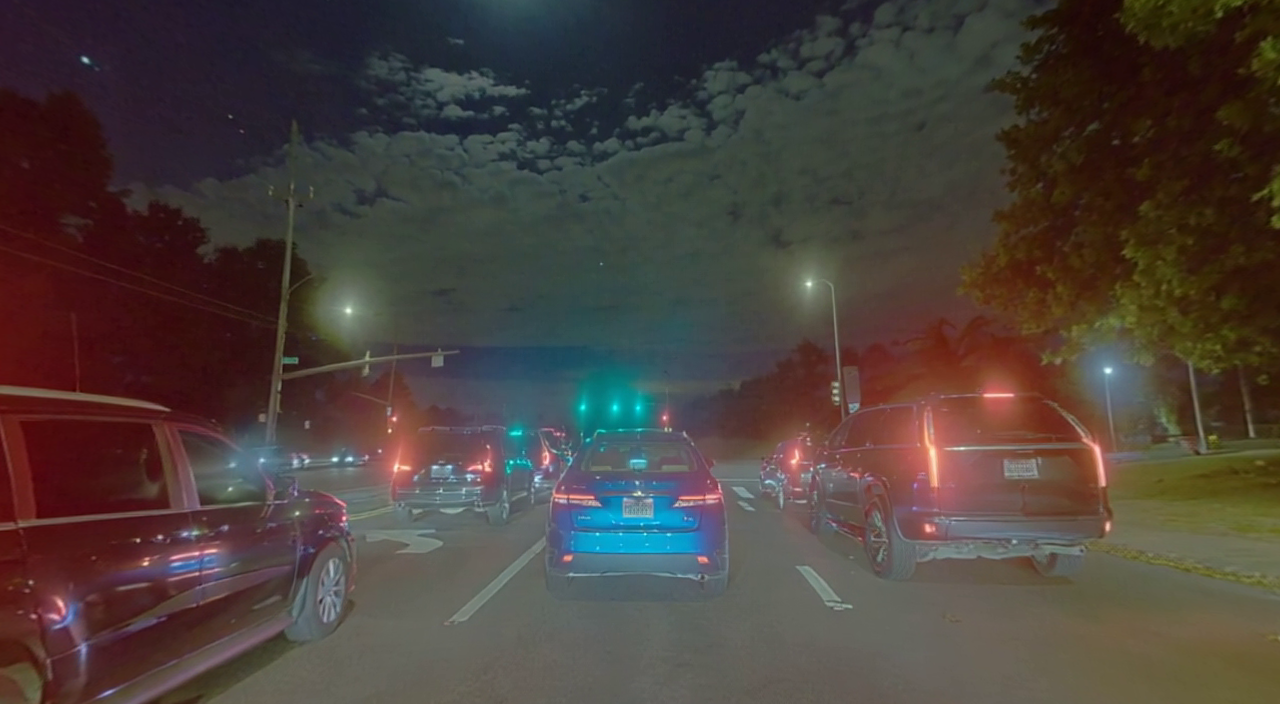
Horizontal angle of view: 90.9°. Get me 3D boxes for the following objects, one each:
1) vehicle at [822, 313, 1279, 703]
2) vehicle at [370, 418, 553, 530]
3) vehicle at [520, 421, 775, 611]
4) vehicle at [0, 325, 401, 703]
[{"bbox_3d":[3.218,1.100,4.733,2.141,1.833,4.704,0,-8,-2],"label":"vehicle"},{"bbox_3d":[-3.179,2.300,12.448,2.117,1.772,4.619,0,-8,2],"label":"vehicle"},{"bbox_3d":[0.022,1.598,7.051,2.021,1.490,3.948,0,-8,-1],"label":"vehicle"},{"bbox_3d":[-3.123,0.955,3.309,1.982,1.721,4.261,0,-8,1],"label":"vehicle"}]
